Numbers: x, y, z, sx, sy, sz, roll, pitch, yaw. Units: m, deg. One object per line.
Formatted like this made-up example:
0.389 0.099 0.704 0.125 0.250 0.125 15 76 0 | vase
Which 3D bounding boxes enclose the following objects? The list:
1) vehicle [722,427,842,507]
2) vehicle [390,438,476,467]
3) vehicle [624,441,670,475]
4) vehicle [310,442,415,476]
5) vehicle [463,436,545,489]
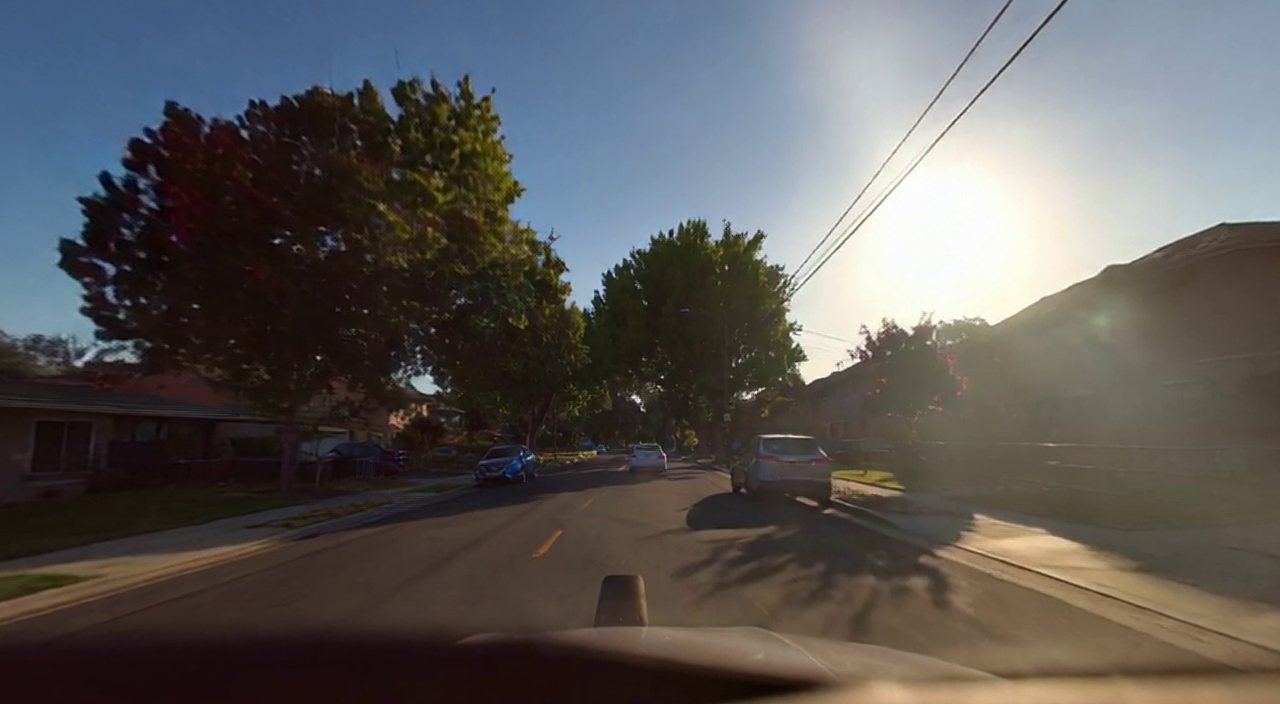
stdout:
3.330 2.794 15.794 1.978 1.690 4.306 0 -8 0 | vehicle
-13.166 6.442 40.427 4.765 1.791 1.941 0 -9 -1 | vehicle
0.307 4.870 29.348 2.000 1.449 4.006 0 -8 0 | vehicle
-13.121 5.070 30.026 4.129 1.523 1.839 0 -9 2 | vehicle
-5.355 4.377 25.549 2.126 1.816 4.796 -3 -8 1 | vehicle
